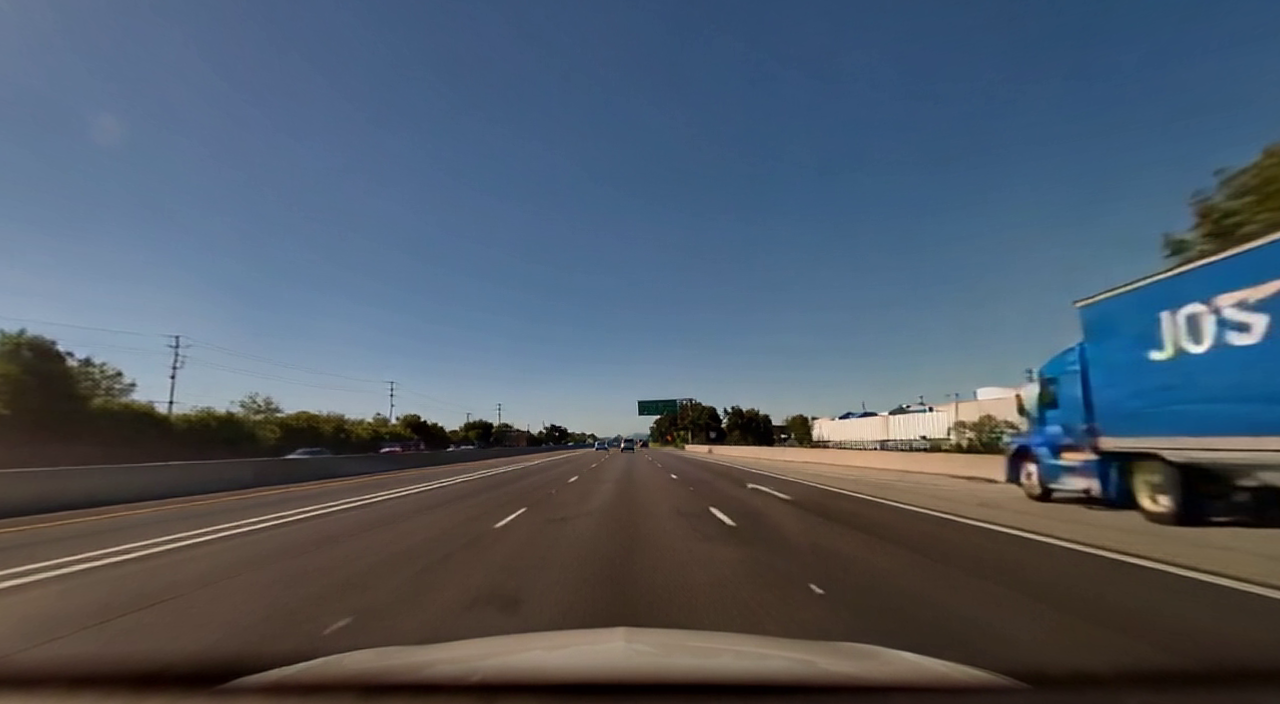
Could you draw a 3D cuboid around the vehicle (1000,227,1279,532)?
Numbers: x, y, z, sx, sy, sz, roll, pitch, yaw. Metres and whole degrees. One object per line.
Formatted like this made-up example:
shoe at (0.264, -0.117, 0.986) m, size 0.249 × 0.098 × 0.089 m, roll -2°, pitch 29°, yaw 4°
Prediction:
vehicle at (10.116, 0.247, 7.486) m, size 3.469 × 3.986 × 17.065 m, roll -1°, pitch -8°, yaw 6°
